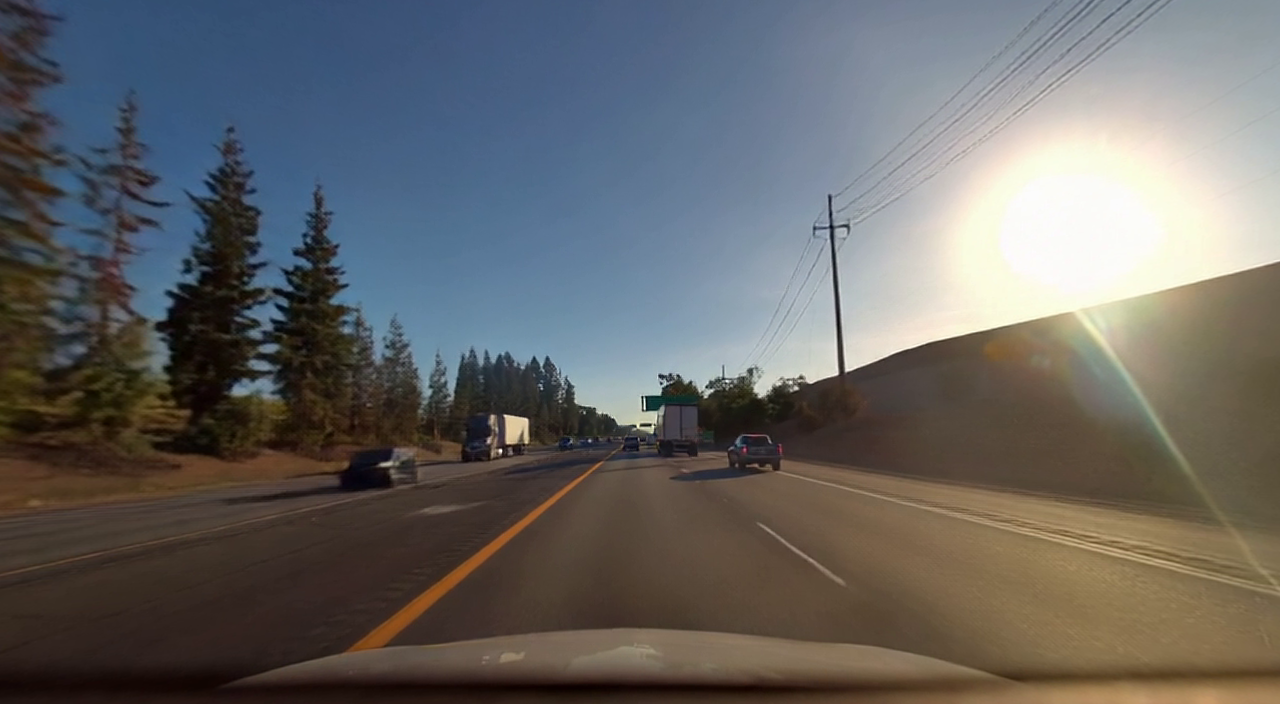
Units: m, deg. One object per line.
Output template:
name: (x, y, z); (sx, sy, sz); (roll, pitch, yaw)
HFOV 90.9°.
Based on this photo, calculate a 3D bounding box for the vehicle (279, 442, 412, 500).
vehicle: (-8.796, 3.553, 19.364); (1.915, 1.484, 4.561); (0, -8, 0)

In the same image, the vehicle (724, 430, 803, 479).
vehicle: (4.355, 3.658, 22.876); (1.930, 1.573, 3.853); (0, -8, -2)

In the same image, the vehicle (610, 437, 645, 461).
vehicle: (-0.828, 6.269, 41.045); (2.163, 1.466, 3.693); (0, -8, -1)
